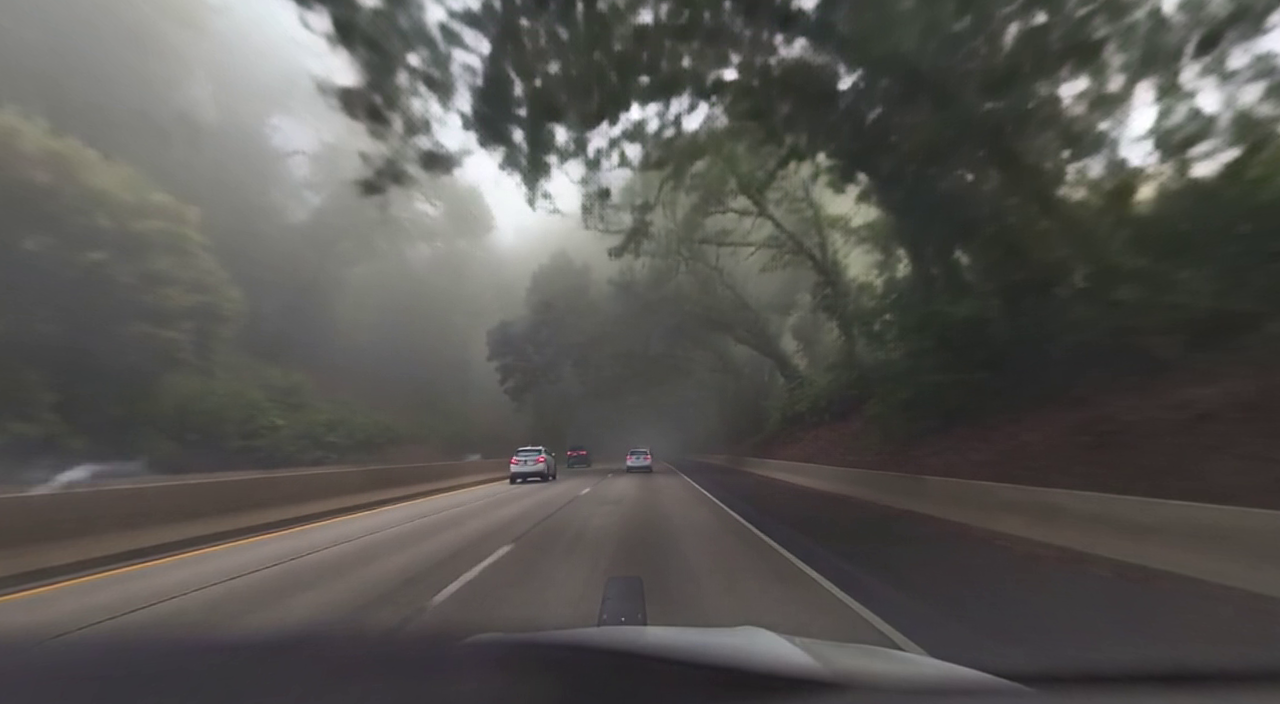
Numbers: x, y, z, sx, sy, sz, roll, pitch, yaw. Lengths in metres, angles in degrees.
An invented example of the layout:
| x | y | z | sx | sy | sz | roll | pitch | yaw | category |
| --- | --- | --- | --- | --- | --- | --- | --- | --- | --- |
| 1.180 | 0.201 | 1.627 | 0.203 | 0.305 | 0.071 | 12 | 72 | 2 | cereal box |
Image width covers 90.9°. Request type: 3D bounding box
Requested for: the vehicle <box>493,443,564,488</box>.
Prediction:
| x | y | z | sx | sy | sz | roll | pitch | yaw | category |
| --- | --- | --- | --- | --- | --- | --- | --- | --- | --- |
| -4.149 | 4.302 | 24.114 | 1.978 | 1.538 | 3.755 | 0 | -9 | 1 | vehicle |

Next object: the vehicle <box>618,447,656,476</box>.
| x | y | z | sx | sy | sz | roll | pitch | yaw | category |
| --- | --- | --- | --- | --- | --- | --- | --- | --- | --- |
| -0.153 | 5.995 | 34.801 | 2.001 | 1.490 | 3.914 | 0 | -9 | 0 | vehicle |

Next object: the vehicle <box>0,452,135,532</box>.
| x | y | z | sx | sy | sz | roll | pitch | yaw | category |
| --- | --- | --- | --- | --- | --- | --- | --- | --- | --- |
| -12.773 | 2.767 | 12.716 | 1.761 | 1.468 | 4.061 | 0 | -9 | 0 | vehicle |

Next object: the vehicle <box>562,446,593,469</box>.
| x | y | z | sx | sy | sz | roll | pitch | yaw | category |
| --- | --- | --- | --- | --- | --- | --- | --- | --- | --- |
| -4.536 | 7.732 | 46.156 | 1.834 | 1.615 | 3.624 | 0 | -9 | 0 | vehicle |
